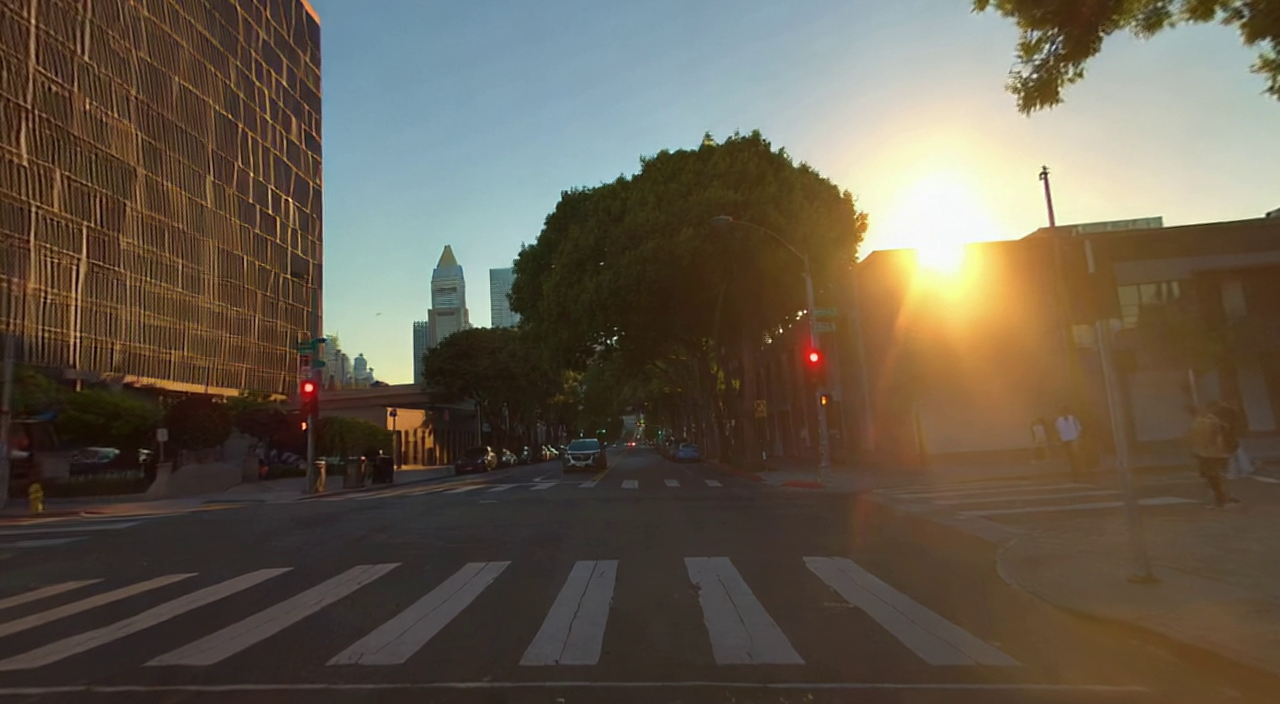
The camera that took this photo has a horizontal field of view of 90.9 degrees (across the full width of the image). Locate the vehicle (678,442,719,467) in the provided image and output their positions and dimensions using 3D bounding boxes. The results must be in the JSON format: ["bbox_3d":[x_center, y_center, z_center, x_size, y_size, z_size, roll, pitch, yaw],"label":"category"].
[{"bbox_3d":[3.546,6.276,38.864,1.853,1.426,4.160,1,-8,-3],"label":"vehicle"}]

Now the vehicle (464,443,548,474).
[{"bbox_3d":[-8.023,6.358,38.019,1.963,1.726,4.526,-8,-12,44],"label":"vehicle"}]

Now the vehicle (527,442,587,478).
[{"bbox_3d":[-3.669,4.844,28.638,1.989,1.481,4.500,0,-8,1],"label":"vehicle"}]
